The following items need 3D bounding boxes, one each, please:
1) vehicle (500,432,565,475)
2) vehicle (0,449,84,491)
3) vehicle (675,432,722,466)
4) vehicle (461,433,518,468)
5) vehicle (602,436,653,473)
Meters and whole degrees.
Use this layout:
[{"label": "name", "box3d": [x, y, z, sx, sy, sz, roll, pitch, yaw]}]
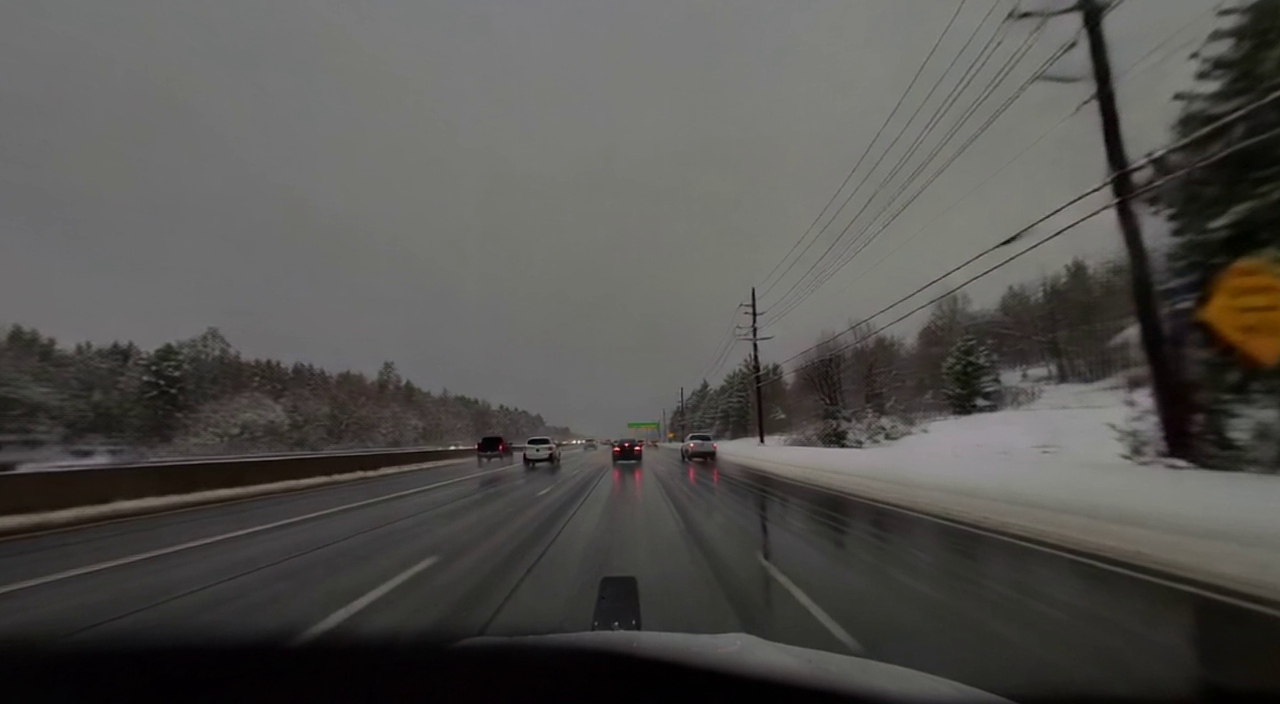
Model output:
[{"label": "vehicle", "box3d": [-4.385, 4.192, 26.396, 1.901, 1.601, 4.610, 0, -8, 0]}, {"label": "vehicle", "box3d": [-23.637, 4.377, 23.476, 1.749, 1.435, 4.542, 0, -8, -1]}, {"label": "vehicle", "box3d": [3.075, 5.185, 33.964, 1.950, 1.695, 4.446, 0, -8, -2]}, {"label": "vehicle", "box3d": [-7.674, 5.049, 32.641, 1.980, 1.678, 4.255, 0, -8, -1]}, {"label": "vehicle", "box3d": [-0.560, 4.445, 27.702, 2.086, 1.488, 3.440, 0, -8, -1]}]
